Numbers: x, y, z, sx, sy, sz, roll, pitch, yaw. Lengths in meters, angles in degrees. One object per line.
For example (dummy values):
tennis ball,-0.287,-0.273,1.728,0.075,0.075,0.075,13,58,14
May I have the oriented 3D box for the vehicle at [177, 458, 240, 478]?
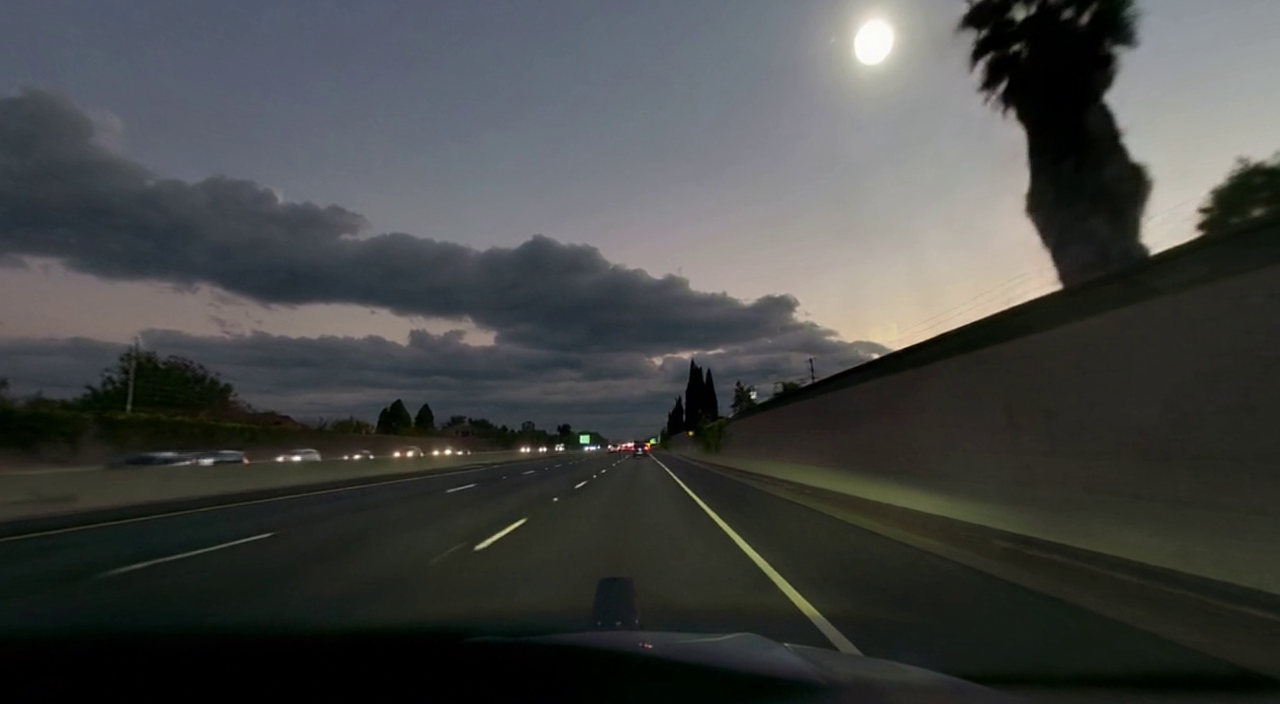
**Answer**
vehicle,-33.880,9.100,49.557,1.800,1.470,4.330,0,-9,1
